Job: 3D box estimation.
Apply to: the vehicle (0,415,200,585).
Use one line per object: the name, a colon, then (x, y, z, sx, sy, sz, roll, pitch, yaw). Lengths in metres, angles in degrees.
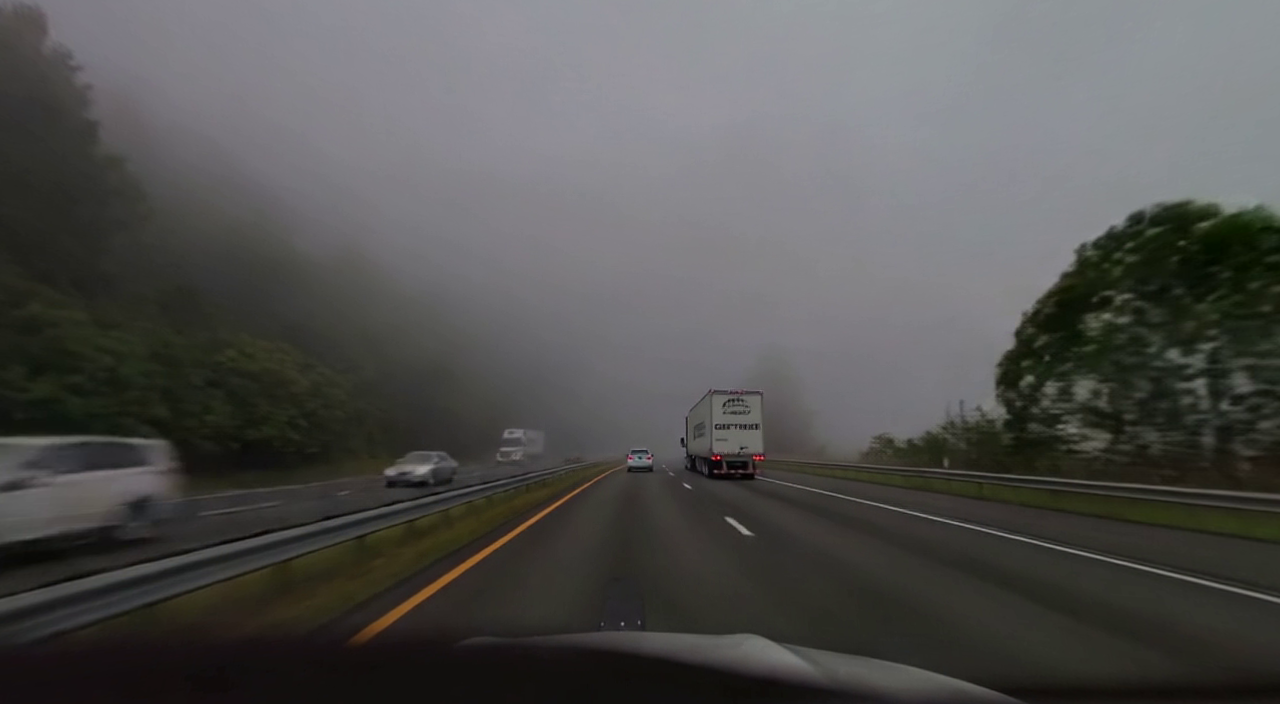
vehicle: (-8.488, 1.765, 7.638, 2.252, 1.923, 5.541, 0, -9, 0)

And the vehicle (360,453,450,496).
vehicle: (-8.838, 4.622, 24.091, 1.932, 1.454, 3.853, 0, -9, 0)

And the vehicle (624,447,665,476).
vehicle: (0.235, 5.854, 33.928, 2.074, 1.475, 3.960, 0, -9, 0)

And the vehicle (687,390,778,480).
vehicle: (4.697, 4.869, 35.681, 2.909, 4.074, 14.457, 0, -9, 0)
